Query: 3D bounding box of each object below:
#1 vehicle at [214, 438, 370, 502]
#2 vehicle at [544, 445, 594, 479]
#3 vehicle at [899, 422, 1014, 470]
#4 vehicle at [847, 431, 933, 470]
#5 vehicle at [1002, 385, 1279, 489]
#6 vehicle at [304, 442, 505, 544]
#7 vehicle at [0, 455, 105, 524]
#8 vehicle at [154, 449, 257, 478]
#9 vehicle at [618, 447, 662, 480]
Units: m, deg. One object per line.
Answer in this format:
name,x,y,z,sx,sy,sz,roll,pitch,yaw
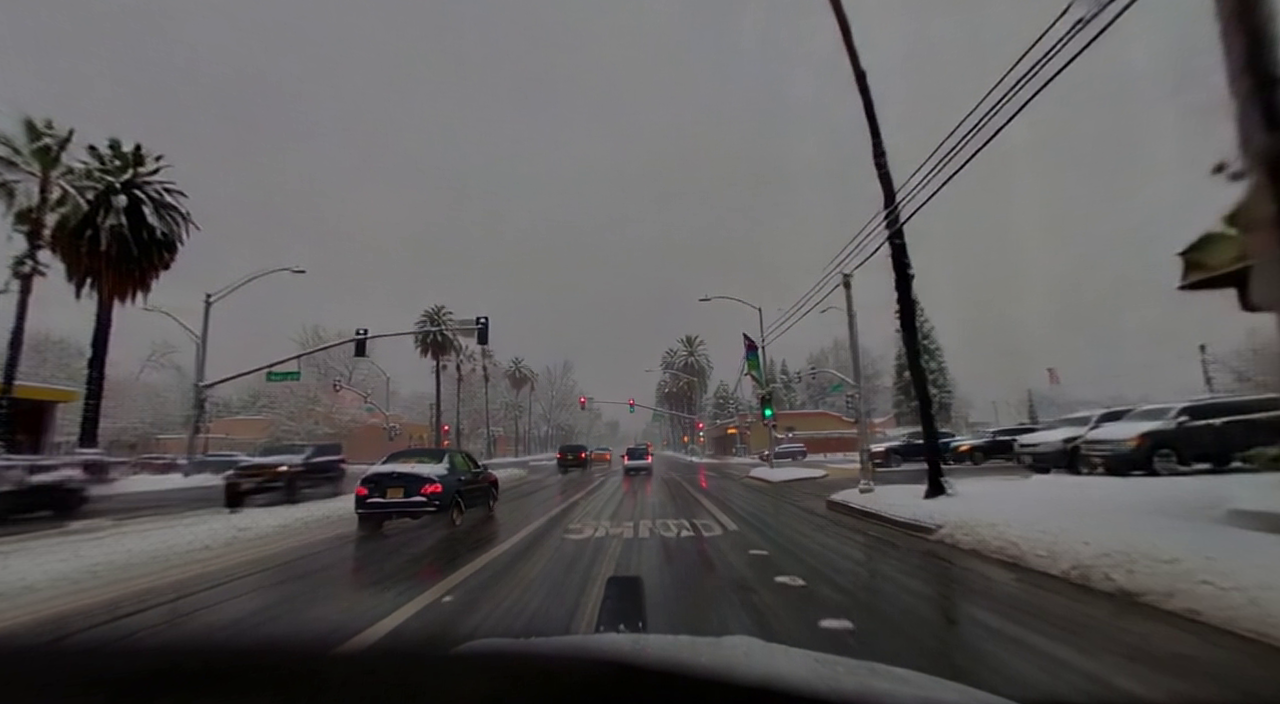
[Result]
vehicle,-11.775,3.998,21.869,2.286,1.922,5.328,0,-8,1
vehicle,-3.592,5.658,32.506,1.979,1.634,3.957,-1,-8,2
vehicle,13.784,4.157,27.877,2.345,1.886,5.809,-1,-8,3
vehicle,11.107,4.415,28.254,1.982,1.623,4.211,0,-8,-2
vehicle,11.064,2.058,14.648,2.111,1.875,5.301,-3,-10,1
vehicle,-4.021,2.449,11.675,1.904,1.513,4.410,-1,-8,2
vehicle,-15.626,3.240,14.832,1.946,1.514,4.498,0,-8,0
vehicle,-30.910,7.921,44.762,5.616,1.927,2.324,-1,-8,2
vehicle,0.036,5.566,31.664,2.094,1.496,4.070,0,-8,1
